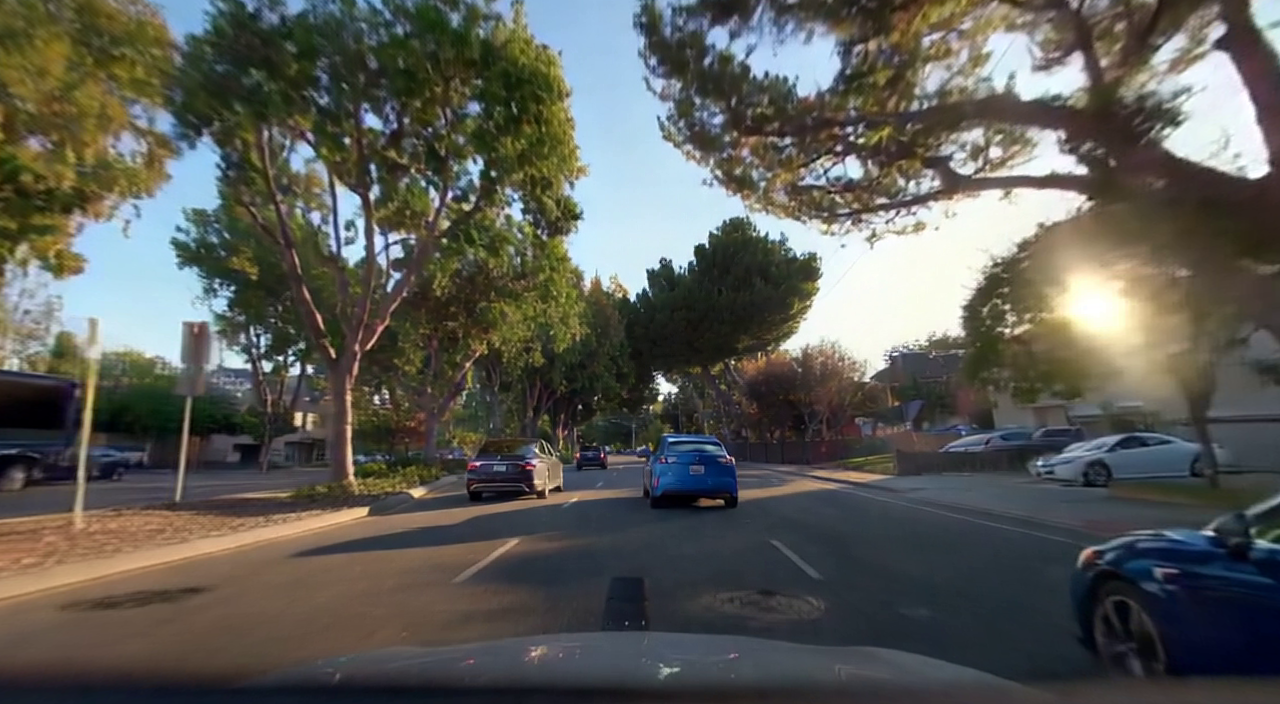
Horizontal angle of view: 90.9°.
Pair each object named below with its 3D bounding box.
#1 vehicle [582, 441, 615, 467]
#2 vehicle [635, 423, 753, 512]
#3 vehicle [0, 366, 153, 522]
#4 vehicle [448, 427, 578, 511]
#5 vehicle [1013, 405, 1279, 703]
[{"bbox_3d":[-2.880,7.205,44.513,2.014,1.755,4.360,0,-9,1],"label":"vehicle"},{"bbox_3d":[1.062,2.660,14.859,2.280,1.747,4.361,1,-9,-2],"label":"vehicle"},{"bbox_3d":[-15.123,1.789,12.351,2.901,3.276,9.720,0,-9,3],"label":"vehicle"},{"bbox_3d":[-2.802,2.736,15.128,2.043,1.687,4.676,0,-9,1],"label":"vehicle"},{"bbox_3d":[3.580,0.887,1.999,2.017,1.491,4.611,0,-9,1],"label":"vehicle"}]
